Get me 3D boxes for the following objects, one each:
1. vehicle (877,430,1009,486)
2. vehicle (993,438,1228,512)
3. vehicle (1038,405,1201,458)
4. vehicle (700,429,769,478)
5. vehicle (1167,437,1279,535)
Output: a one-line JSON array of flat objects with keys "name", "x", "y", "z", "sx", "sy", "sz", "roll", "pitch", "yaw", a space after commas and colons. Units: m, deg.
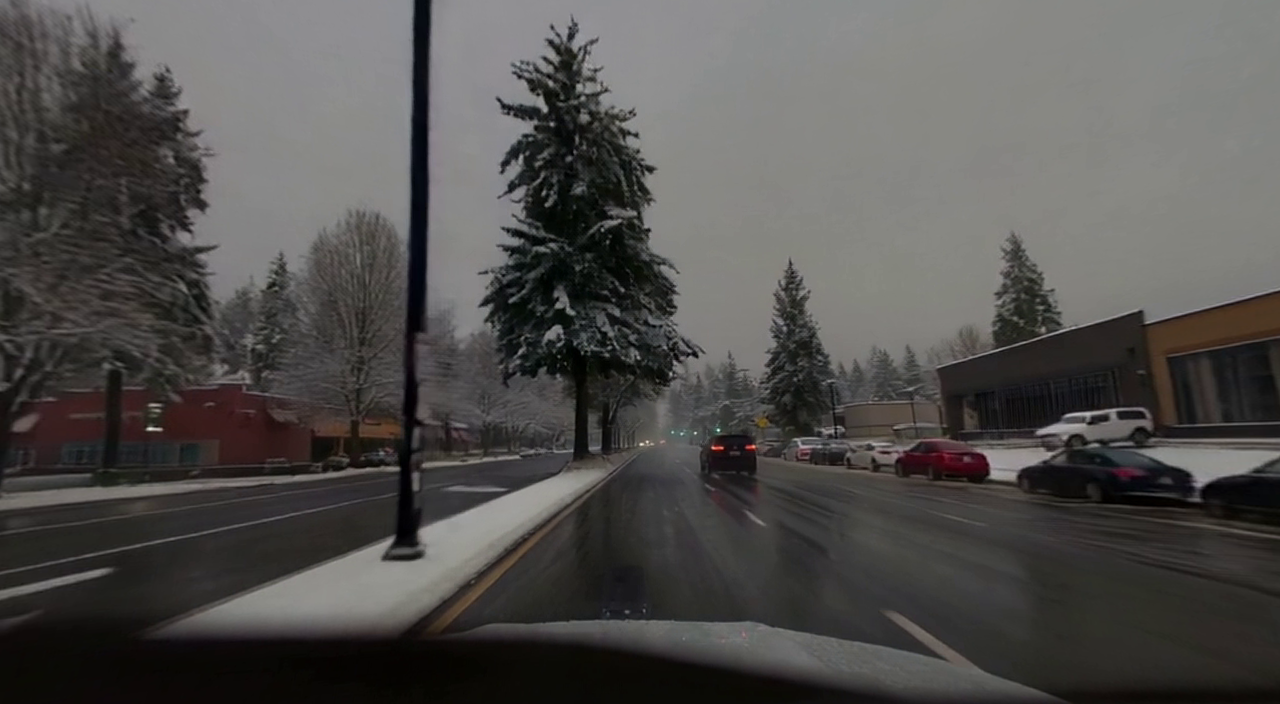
[{"name": "vehicle", "x": 10.688, "y": 3.784, "z": 22.792, "sx": 2.247, "sy": 1.799, "sz": 5.025, "roll": 0, "pitch": -8, "yaw": -1}, {"name": "vehicle", "x": 10.742, "y": 2.808, "z": 14.983, "sx": 1.893, "sy": 1.467, "sz": 4.760, "roll": 0, "pitch": -8, "yaw": 0}, {"name": "vehicle", "x": 19.650, "y": 3.370, "z": 26.337, "sx": 2.175, "sy": 1.965, "sz": 5.909, "roll": 0, "pitch": -8, "yaw": 0}, {"name": "vehicle", "x": 3.870, "y": 4.250, "z": 26.621, "sx": 2.183, "sy": 1.845, "sz": 4.482, "roll": 0, "pitch": -8, "yaw": -1}, {"name": "vehicle", "x": 10.532, "y": 1.962, "z": 9.162, "sx": 1.853, "sy": 1.458, "sz": 4.480, "roll": 0, "pitch": -8, "yaw": 0}]
